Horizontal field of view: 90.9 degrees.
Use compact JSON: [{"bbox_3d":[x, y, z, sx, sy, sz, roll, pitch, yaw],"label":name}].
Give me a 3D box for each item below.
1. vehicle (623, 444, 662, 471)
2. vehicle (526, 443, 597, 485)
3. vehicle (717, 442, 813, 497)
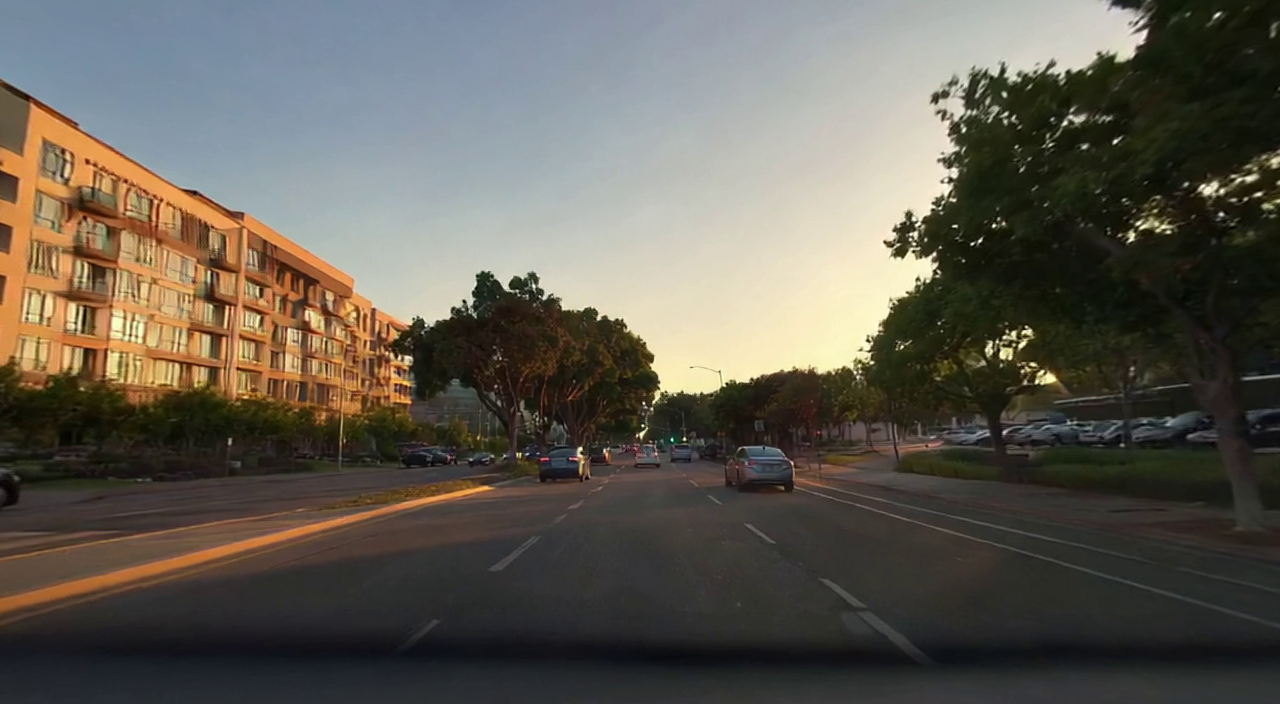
[{"bbox_3d":[0.124,6.043,36.342,2.101,1.480,3.929,0,-8,0],"label":"vehicle"},{"bbox_3d":[-2.938,4.307,24.573,2.082,1.467,4.379,0,-8,1],"label":"vehicle"},{"bbox_3d":[3.684,3.537,19.487,1.990,1.486,4.431,0,-8,-1],"label":"vehicle"}]
